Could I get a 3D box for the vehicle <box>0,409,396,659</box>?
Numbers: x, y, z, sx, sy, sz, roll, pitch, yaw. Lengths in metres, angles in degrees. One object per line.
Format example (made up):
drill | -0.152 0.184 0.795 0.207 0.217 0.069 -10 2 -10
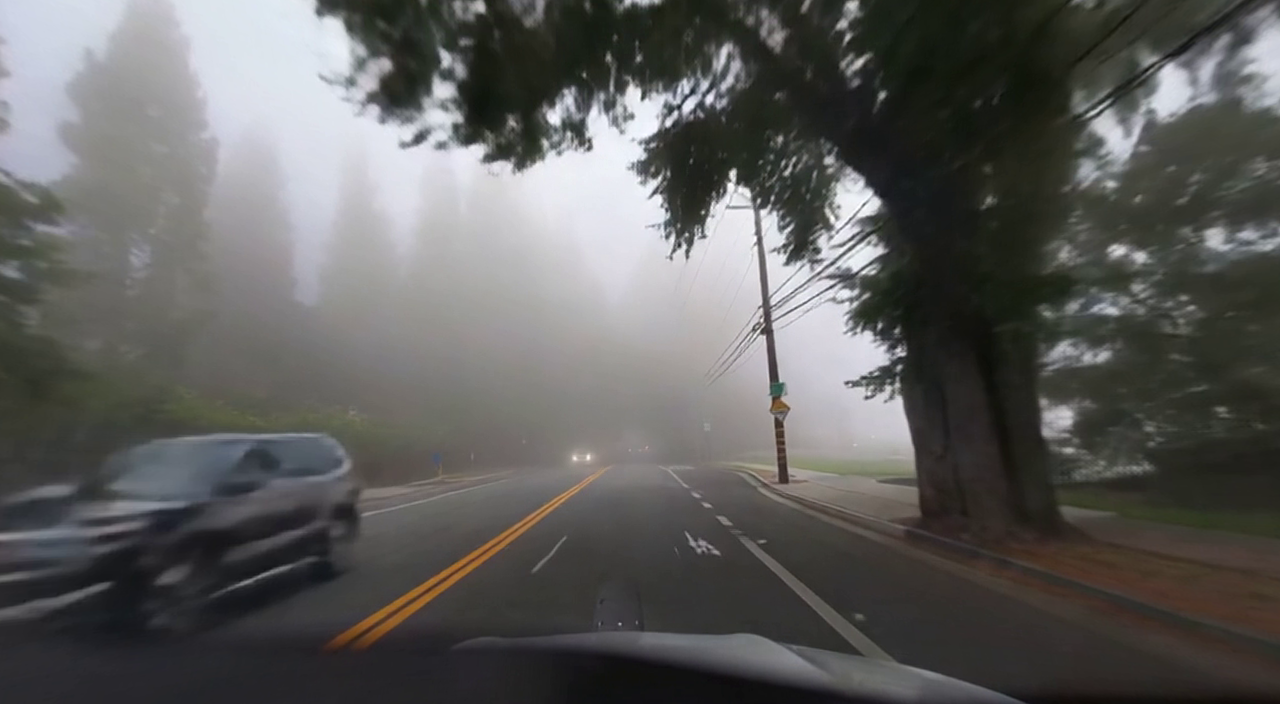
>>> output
vehicle | -4.409 1.597 6.611 2.008 1.730 4.243 0 -9 0
